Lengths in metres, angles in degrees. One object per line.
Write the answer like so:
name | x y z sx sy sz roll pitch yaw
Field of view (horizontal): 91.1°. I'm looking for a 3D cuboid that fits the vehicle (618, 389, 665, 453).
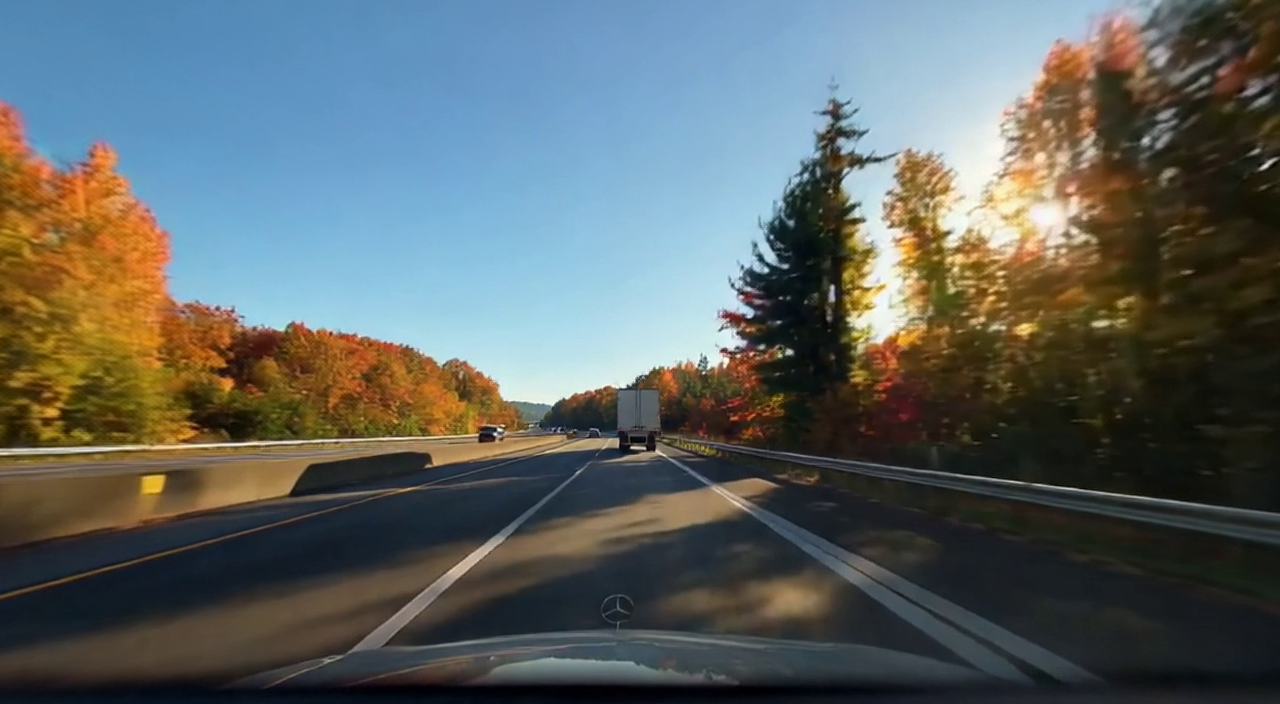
vehicle | -0.047 5.129 45.692 3.013 4.016 11.496 0 -8 -1
